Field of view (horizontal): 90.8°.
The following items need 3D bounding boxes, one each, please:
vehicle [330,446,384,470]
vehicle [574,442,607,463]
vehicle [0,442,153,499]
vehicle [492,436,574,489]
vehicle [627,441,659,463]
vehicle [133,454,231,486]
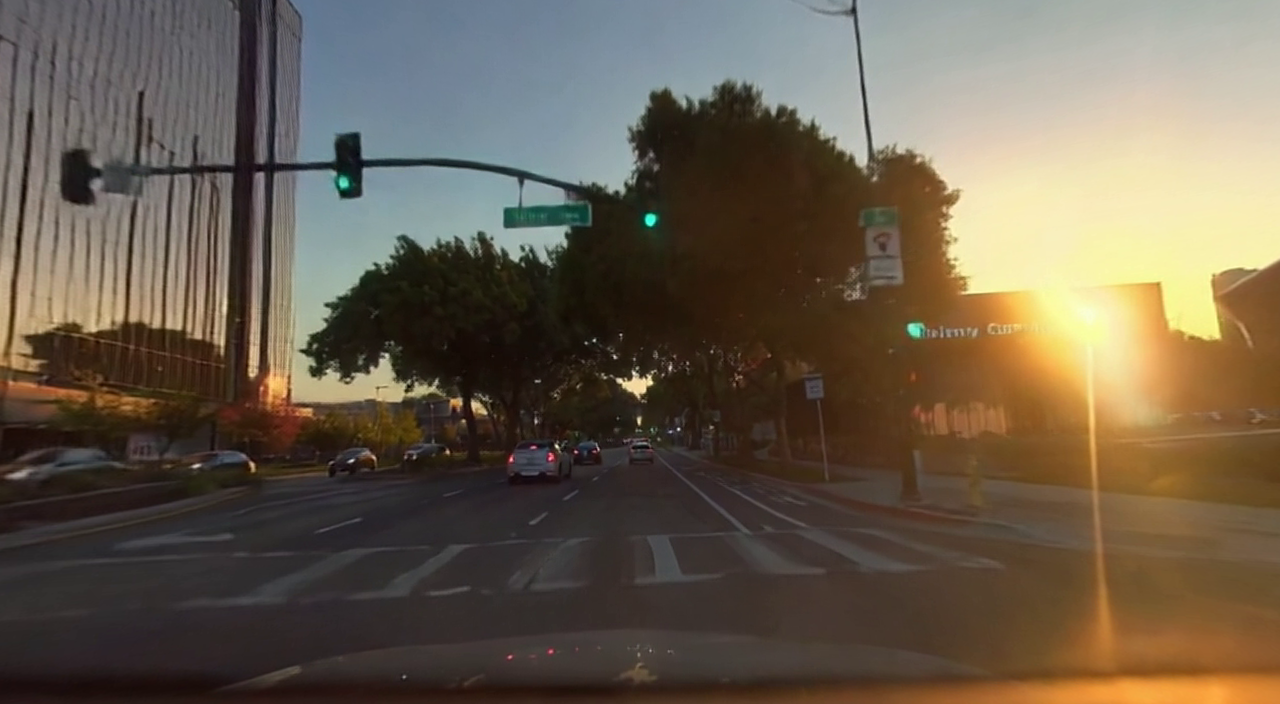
[{"bbox_3d":[-20.524,7.693,46.067,1.900,1.638,4.567,0,-8,-1],"label":"vehicle"},{"bbox_3d":[-3.622,7.416,46.866,2.088,1.430,4.482,0,-8,1],"label":"vehicle"},{"bbox_3d":[-20.441,4.209,22.933,2.068,1.848,4.247,0,-8,-1],"label":"vehicle"},{"bbox_3d":[-3.338,3.507,20.473,1.983,1.545,3.773,0,-8,0],"label":"vehicle"},{"bbox_3d":[0.187,6.946,44.112,2.102,1.482,4.125,0,-8,-1],"label":"vehicle"},{"bbox_3d":[-23.709,6.092,32.947,1.778,1.443,4.525,0,-8,-1],"label":"vehicle"}]
